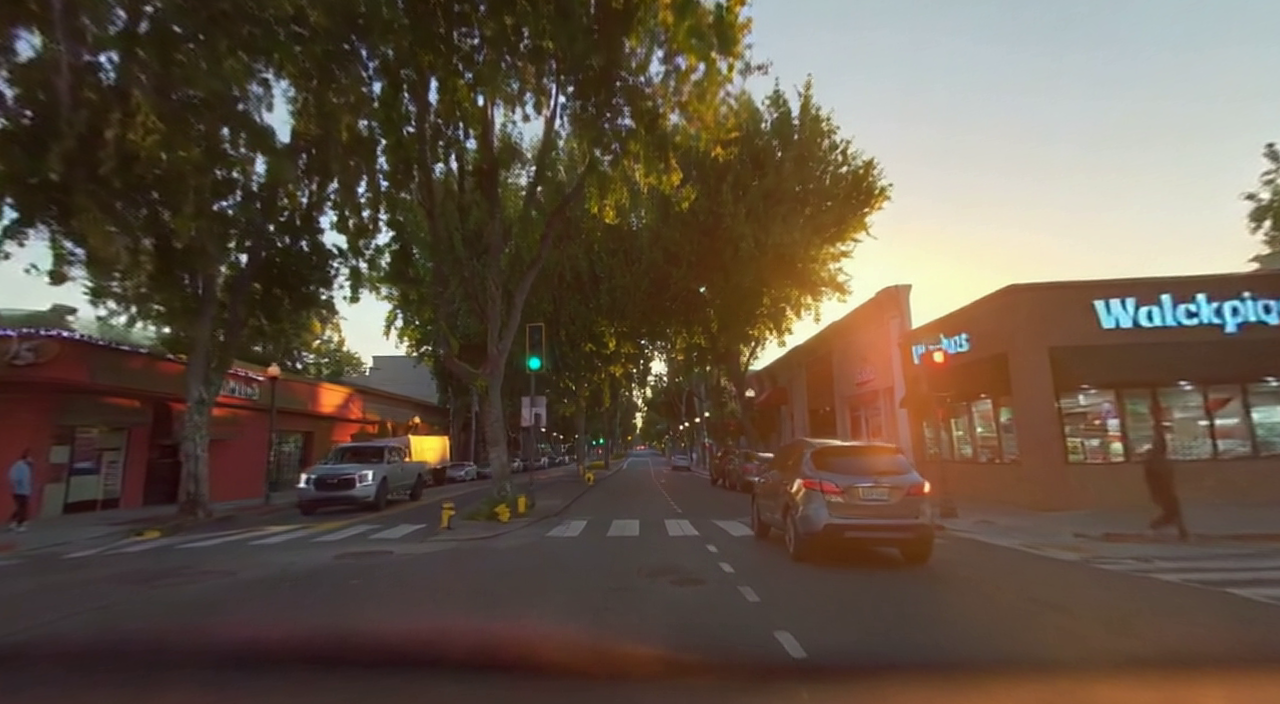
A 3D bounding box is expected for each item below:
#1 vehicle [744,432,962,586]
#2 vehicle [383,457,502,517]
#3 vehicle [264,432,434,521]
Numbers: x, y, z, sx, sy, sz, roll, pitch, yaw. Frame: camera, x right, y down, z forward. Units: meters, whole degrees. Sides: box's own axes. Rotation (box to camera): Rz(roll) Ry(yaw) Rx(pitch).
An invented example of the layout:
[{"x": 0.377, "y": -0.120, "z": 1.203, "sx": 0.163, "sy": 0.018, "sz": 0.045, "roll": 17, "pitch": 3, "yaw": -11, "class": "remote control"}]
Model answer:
[{"x": 2.573, "y": 1.930, "z": 8.388, "sx": 1.822, "sy": 1.654, "sz": 2.794, "roll": 0, "pitch": -8, "yaw": -1, "class": "vehicle"}, {"x": -5.668, "y": 3.920, "z": 18.839, "sx": 1.983, "sy": 1.438, "sz": 4.559, "roll": 0, "pitch": -8, "yaw": 1, "class": "vehicle"}, {"x": -8.693, "y": 3.744, "z": 19.778, "sx": 2.489, "sy": 2.323, "sz": 5.843, "roll": 0, "pitch": -8, "yaw": 0, "class": "vehicle"}]
